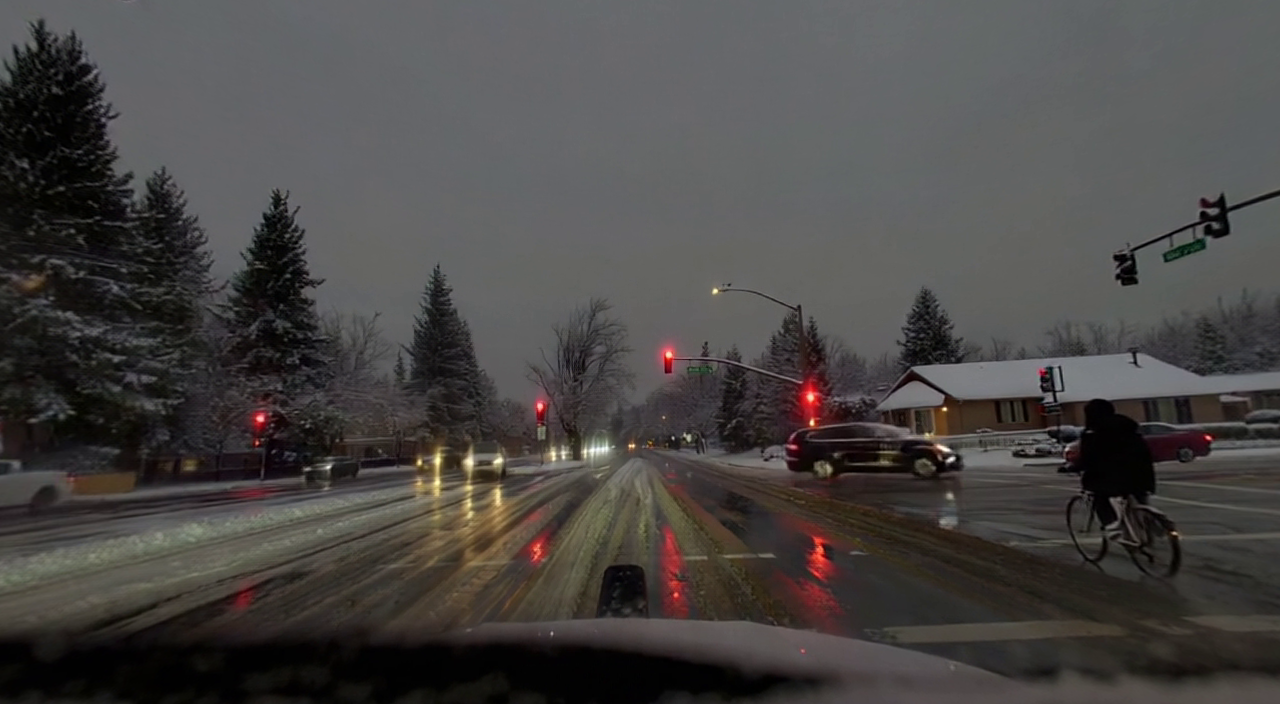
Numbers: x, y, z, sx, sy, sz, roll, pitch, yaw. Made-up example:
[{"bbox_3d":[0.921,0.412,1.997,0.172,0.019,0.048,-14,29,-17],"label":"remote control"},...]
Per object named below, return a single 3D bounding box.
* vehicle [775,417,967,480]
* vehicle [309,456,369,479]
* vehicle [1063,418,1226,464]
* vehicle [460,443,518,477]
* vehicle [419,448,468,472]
[{"bbox_3d":[7.021,3.000,19.508,5.188,1.731,2.191,-4,-9,21],"label":"vehicle"},{"bbox_3d":[-20.811,7.994,43.841,1.872,1.455,4.576,0,-9,0],"label":"vehicle"},{"bbox_3d":[17.320,3.096,21.790,3.969,1.493,1.823,0,-9,1],"label":"vehicle"},{"bbox_3d":[-7.432,5.220,30.698,2.017,1.496,4.749,3,-9,-22],"label":"vehicle"},{"bbox_3d":[-13.427,7.380,43.366,1.973,1.511,4.299,0,-9,0],"label":"vehicle"}]
